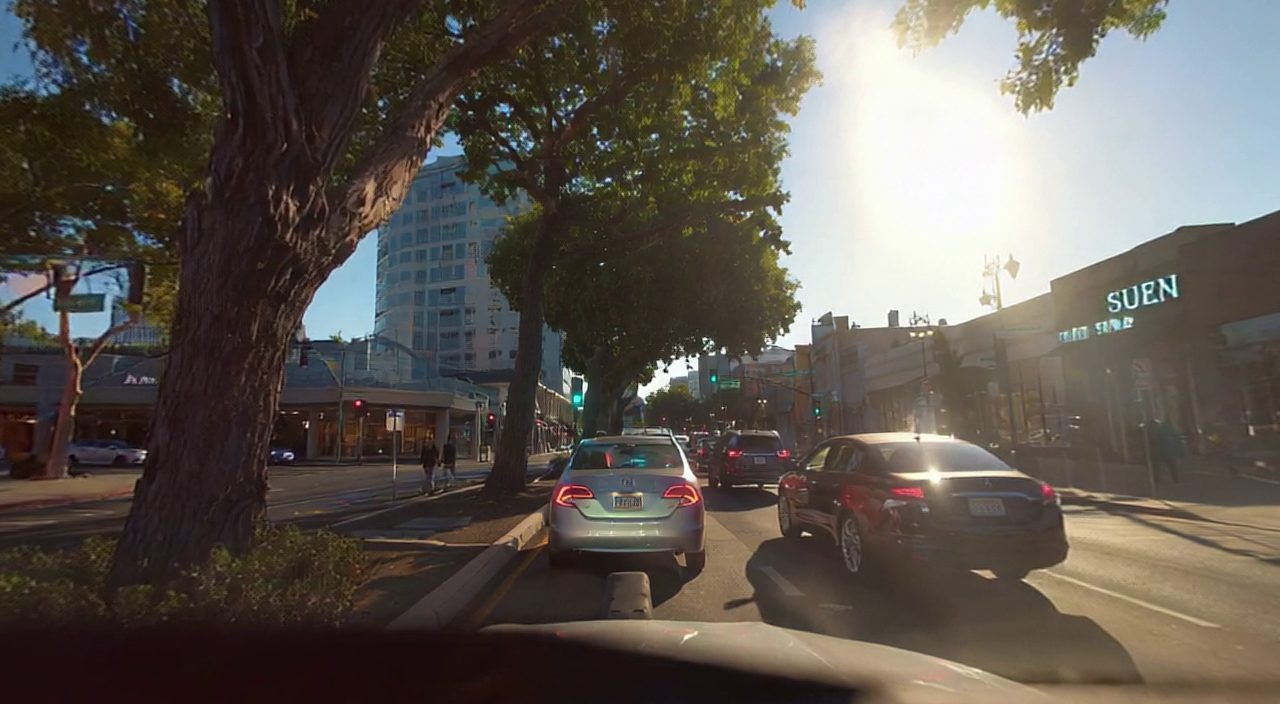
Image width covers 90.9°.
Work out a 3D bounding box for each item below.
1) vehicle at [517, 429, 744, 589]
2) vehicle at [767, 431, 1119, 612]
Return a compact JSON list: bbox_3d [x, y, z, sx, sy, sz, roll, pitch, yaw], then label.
[{"bbox_3d":[-0.101,1.756,7.940,2.087,1.456,4.143,0,-8,0],"label":"vehicle"},{"bbox_3d":[2.914,1.699,7.326,1.893,1.446,4.270,0,-8,-1],"label":"vehicle"}]
